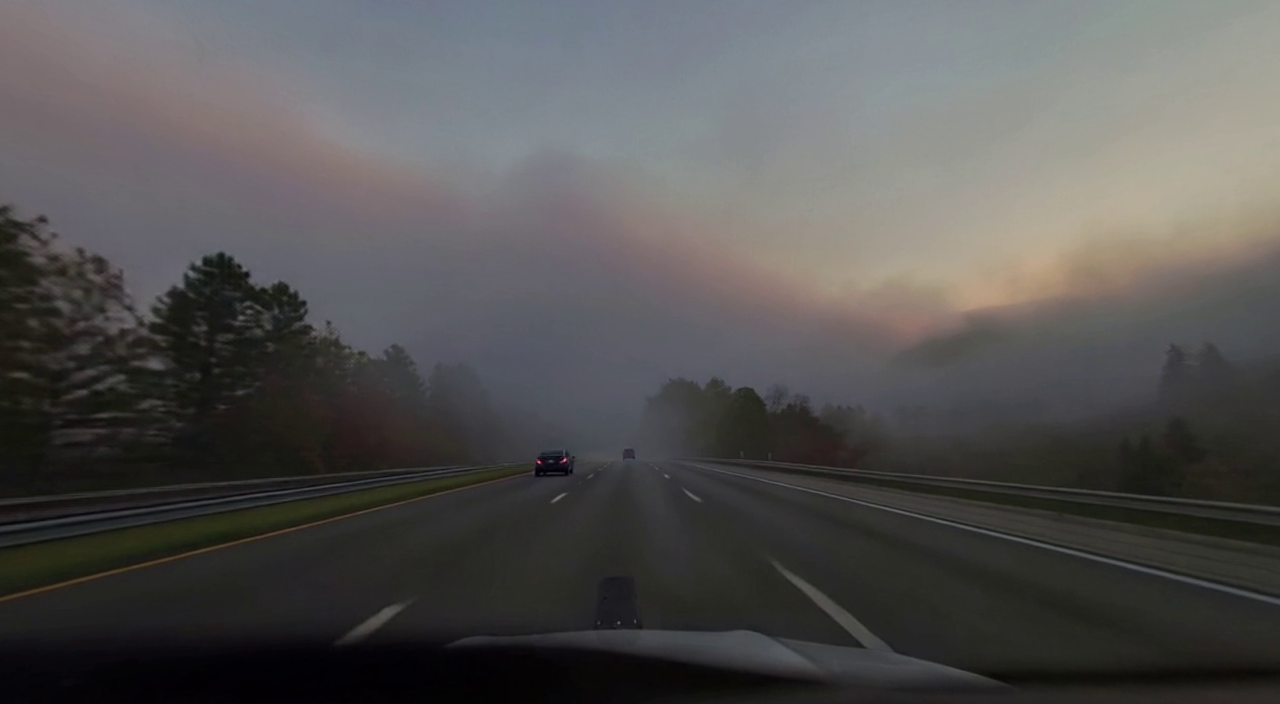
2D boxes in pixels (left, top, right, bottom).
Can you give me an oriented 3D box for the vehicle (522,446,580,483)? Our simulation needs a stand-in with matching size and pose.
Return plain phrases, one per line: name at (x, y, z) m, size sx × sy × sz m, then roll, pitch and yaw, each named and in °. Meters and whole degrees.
vehicle at (-3.819, 4.919, 27.683) m, size 1.970 × 1.492 × 3.944 m, roll 0°, pitch -9°, yaw 0°
